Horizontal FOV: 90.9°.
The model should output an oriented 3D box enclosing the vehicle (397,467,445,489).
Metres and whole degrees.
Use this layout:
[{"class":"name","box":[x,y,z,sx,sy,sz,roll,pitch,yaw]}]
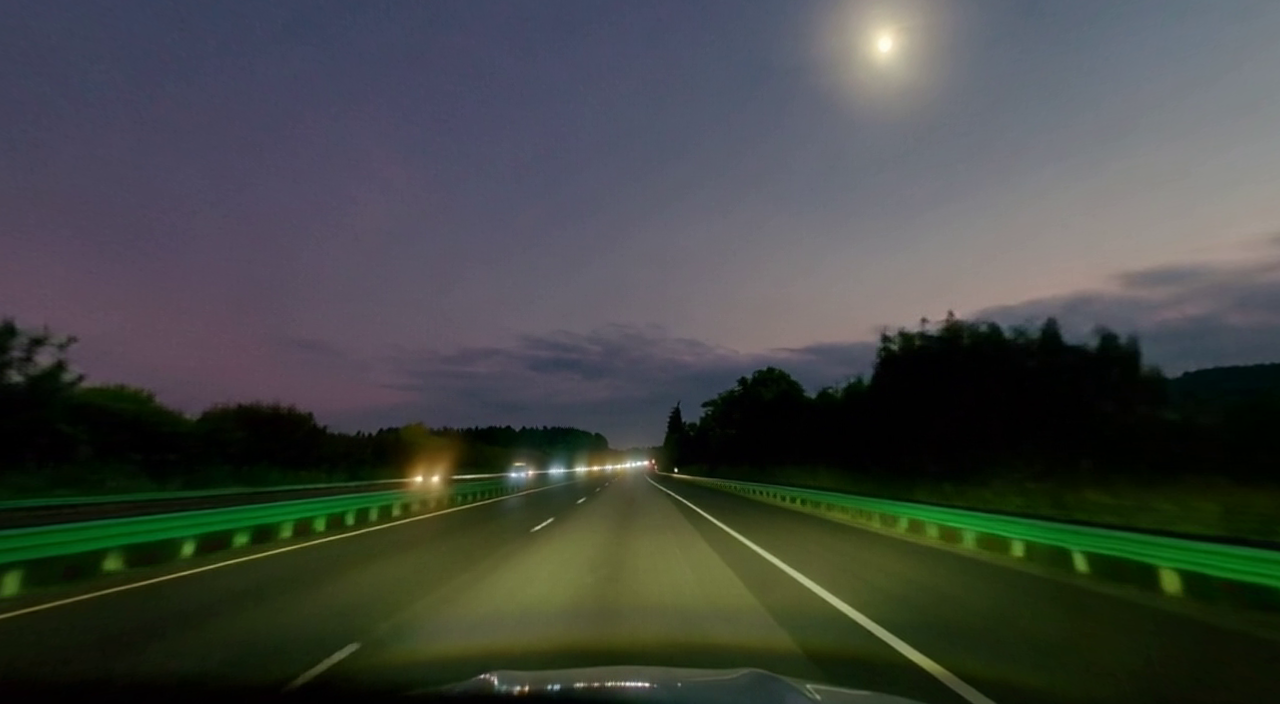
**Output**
[{"class":"vehicle","box":[-16.315,9.396,47.140,1.918,1.458,4.498,1,-11,0]}]
